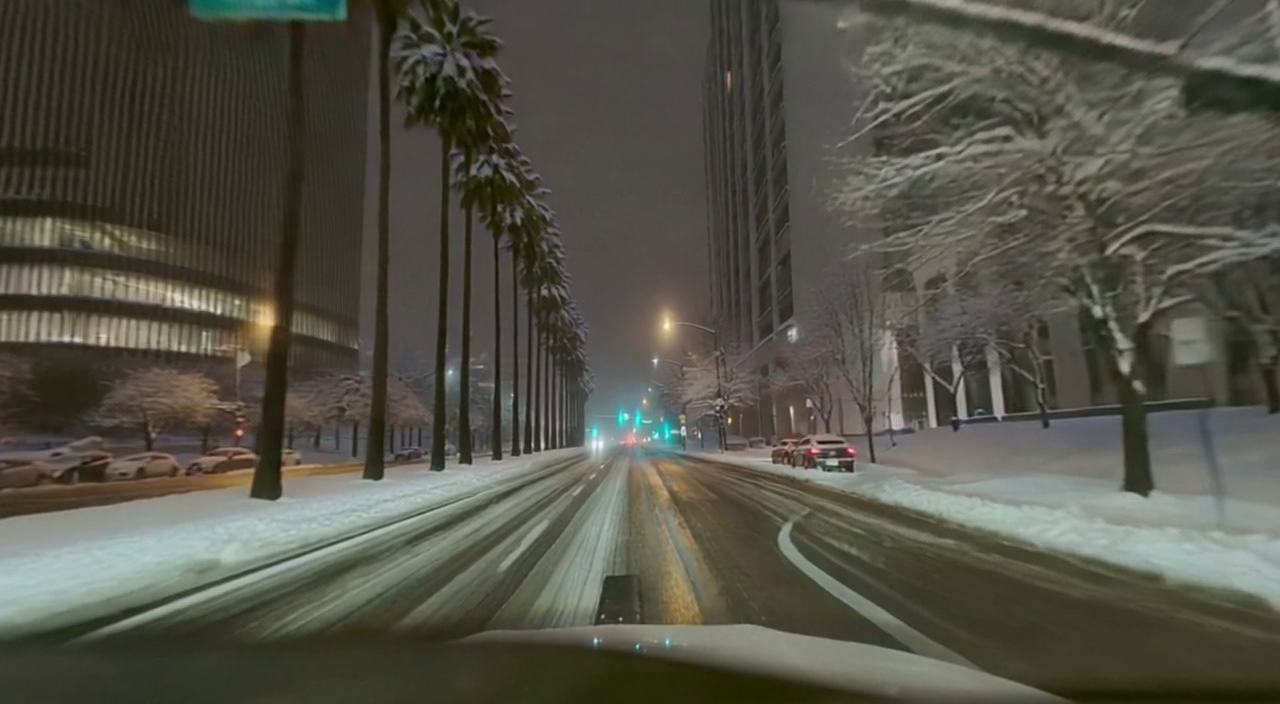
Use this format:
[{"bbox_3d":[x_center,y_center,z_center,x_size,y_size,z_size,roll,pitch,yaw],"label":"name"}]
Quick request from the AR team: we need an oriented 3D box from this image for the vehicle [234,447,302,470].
[{"bbox_3d":[-24.575,7.026,41.952,1.801,1.444,4.640,0,-8,-2],"label":"vehicle"}]

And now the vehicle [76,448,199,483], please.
[{"bbox_3d":[-24.417,5.498,30.978,1.905,1.496,4.960,-1,-8,1],"label":"vehicle"}]

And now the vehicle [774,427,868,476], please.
[{"bbox_3d":[6.987,3.903,24.930,2.225,1.727,4.418,0,-8,-2],"label":"vehicle"}]

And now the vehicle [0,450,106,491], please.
[{"bbox_3d":[-24.315,4.694,25.307,1.792,1.461,4.569,0,-8,0],"label":"vehicle"}]
